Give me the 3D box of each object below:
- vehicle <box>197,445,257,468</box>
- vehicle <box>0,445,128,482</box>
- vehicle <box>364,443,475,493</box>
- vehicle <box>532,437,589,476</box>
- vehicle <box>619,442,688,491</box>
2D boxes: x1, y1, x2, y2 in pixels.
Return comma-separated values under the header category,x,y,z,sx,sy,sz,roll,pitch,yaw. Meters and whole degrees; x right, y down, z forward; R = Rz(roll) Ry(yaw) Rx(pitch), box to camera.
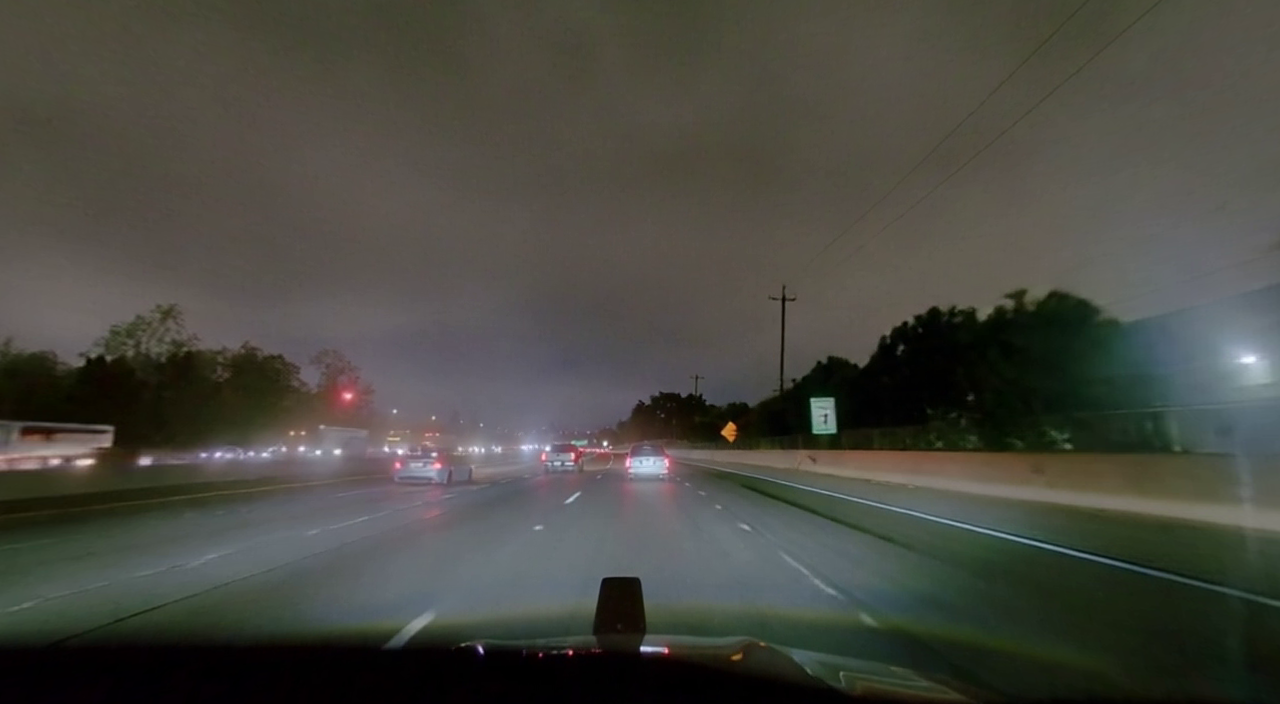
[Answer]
category,x,y,z,sx,sy,sz,roll,pitch,yaw
vehicle,-30.213,7.599,46.246,1.822,1.595,4.076,1,-8,-4
vehicle,-25.230,4.871,27.821,1.868,1.480,4.180,0,-8,-3
vehicle,-7.174,3.791,21.133,1.974,1.464,4.733,0,-8,0
vehicle,-3.818,5.134,31.164,2.289,1.777,4.534,0,-8,-1
vehicle,0.364,3.800,21.337,2.082,1.482,4.126,0,-8,-1
